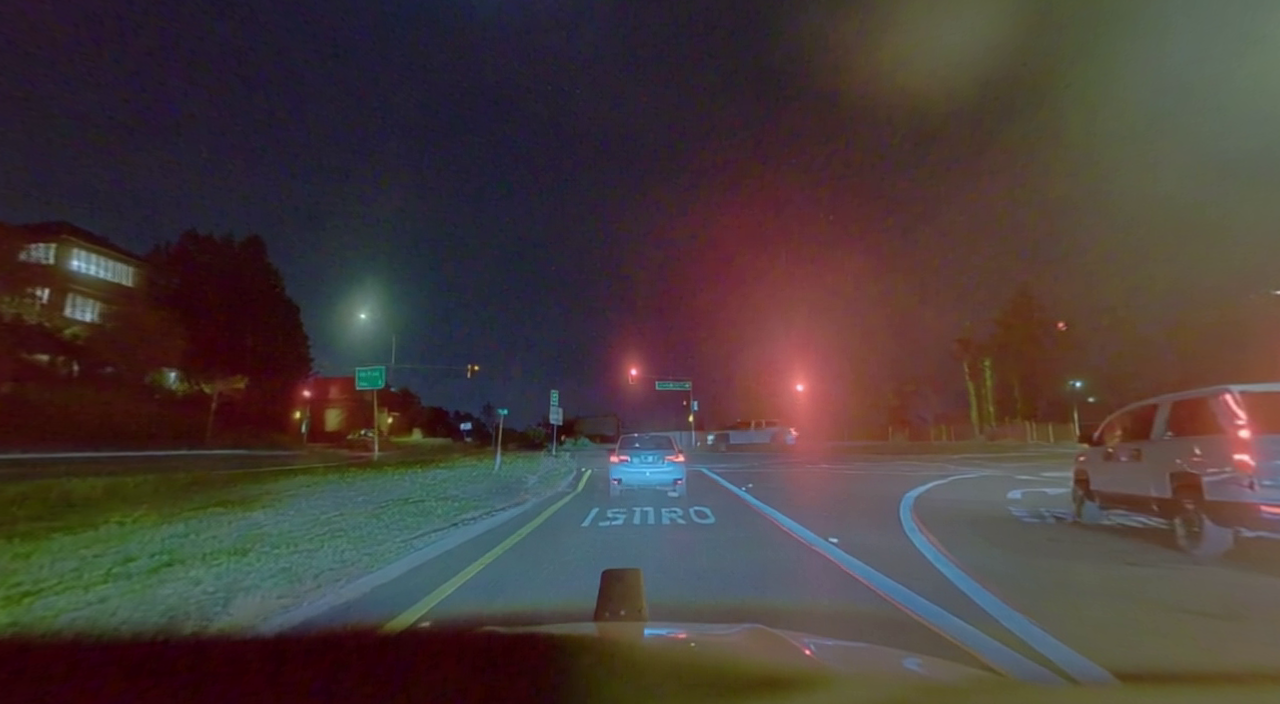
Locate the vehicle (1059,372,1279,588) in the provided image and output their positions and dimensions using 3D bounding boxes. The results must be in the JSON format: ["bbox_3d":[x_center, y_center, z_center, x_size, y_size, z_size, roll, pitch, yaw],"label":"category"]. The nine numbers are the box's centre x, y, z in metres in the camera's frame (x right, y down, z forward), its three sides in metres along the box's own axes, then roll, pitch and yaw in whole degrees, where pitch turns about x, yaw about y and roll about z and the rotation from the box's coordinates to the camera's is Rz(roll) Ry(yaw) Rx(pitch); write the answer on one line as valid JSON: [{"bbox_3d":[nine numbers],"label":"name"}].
[{"bbox_3d":[7.197,1.414,7.672,2.084,1.870,5.068,-3,-9,18],"label":"vehicle"}]

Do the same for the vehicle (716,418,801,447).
[{"bbox_3d":[9.111,6.296,48.996,6.261,2.166,1.947,-1,-8,4],"label":"vehicle"}]

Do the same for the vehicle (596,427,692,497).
[{"bbox_3d":[0.101,2.682,15.769,2.056,1.473,4.380,0,-8,0],"label":"vehicle"}]

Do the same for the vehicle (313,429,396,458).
[{"bbox_3d":[-17.522,5.619,38.796,4.200,1.639,1.844,-1,-8,1],"label":"vehicle"}]
